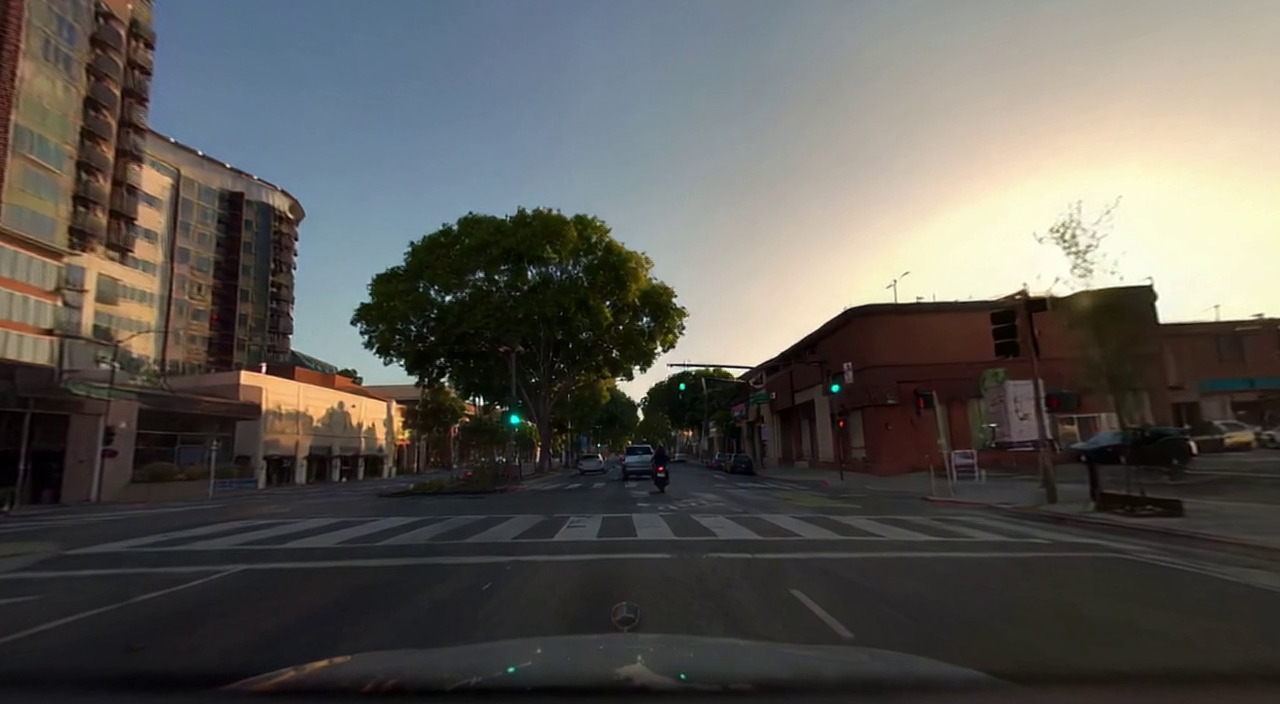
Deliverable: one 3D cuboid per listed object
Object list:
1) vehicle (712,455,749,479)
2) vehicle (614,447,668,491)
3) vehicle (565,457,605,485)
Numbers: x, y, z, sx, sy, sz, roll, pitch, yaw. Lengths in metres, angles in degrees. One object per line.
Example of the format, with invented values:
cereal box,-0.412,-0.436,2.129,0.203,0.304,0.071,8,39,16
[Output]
vehicle,6.706,8.547,47.093,2.069,1.590,4.066,0,-9,-1
vehicle,-0.021,5.108,27.983,2.223,1.775,4.250,0,-9,-2
vehicle,-3.210,7.069,37.727,2.014,1.470,4.552,0,-9,-1
